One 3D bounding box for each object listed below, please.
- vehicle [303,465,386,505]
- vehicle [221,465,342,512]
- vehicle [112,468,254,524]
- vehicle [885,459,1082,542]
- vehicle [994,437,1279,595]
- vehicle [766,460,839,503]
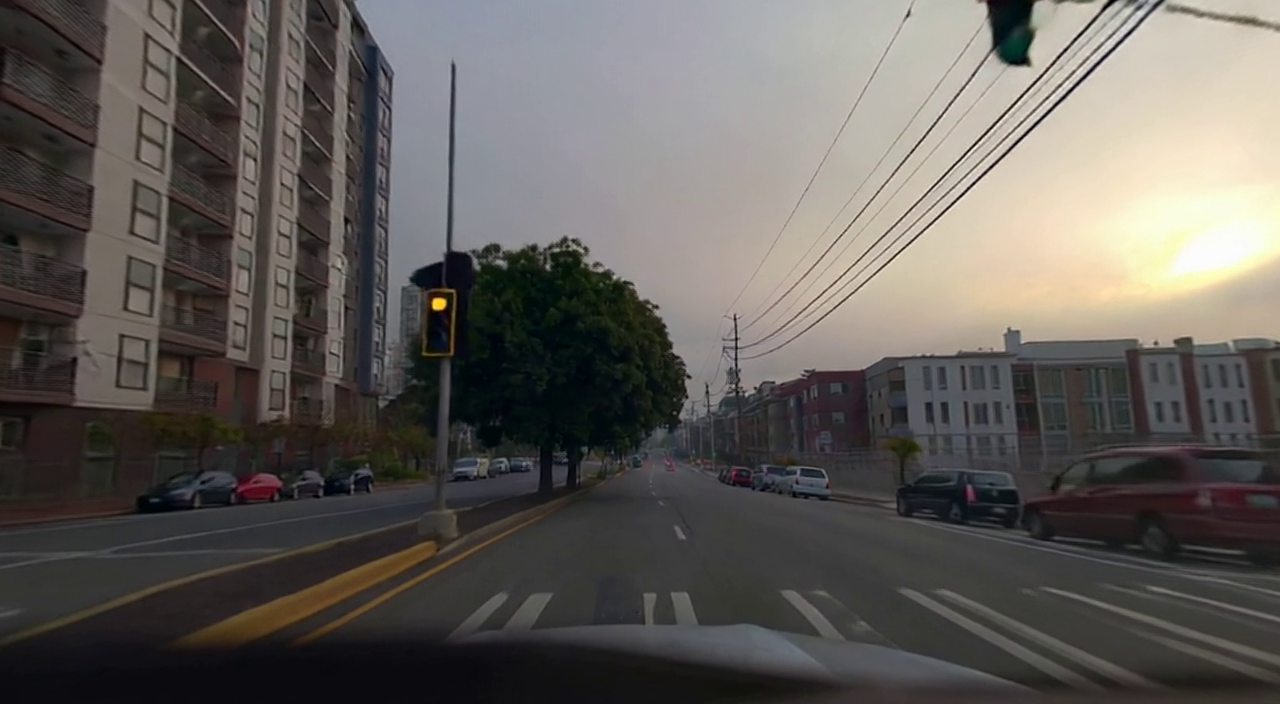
[{"bbox_3d":[-14.712,6.614,31.805,2.107,1.771,4.871,0,-9,-4],"label":"vehicle"},{"bbox_3d":[-14.787,5.640,26.479,2.124,1.626,4.908,0,-9,1],"label":"vehicle"},{"bbox_3d":[-14.717,4.601,20.630,1.879,1.507,3.745,0,-9,-2],"label":"vehicle"},{"bbox_3d":[7.617,3.298,14.699,1.941,1.496,4.656,0,-9,0],"label":"vehicle"},{"bbox_3d":[7.531,2.147,9.259,1.996,1.704,4.490,0,-9,-1],"label":"vehicle"},{"bbox_3d":[7.482,6.017,29.660,2.143,1.731,4.781,0,-9,0],"label":"vehicle"}]
